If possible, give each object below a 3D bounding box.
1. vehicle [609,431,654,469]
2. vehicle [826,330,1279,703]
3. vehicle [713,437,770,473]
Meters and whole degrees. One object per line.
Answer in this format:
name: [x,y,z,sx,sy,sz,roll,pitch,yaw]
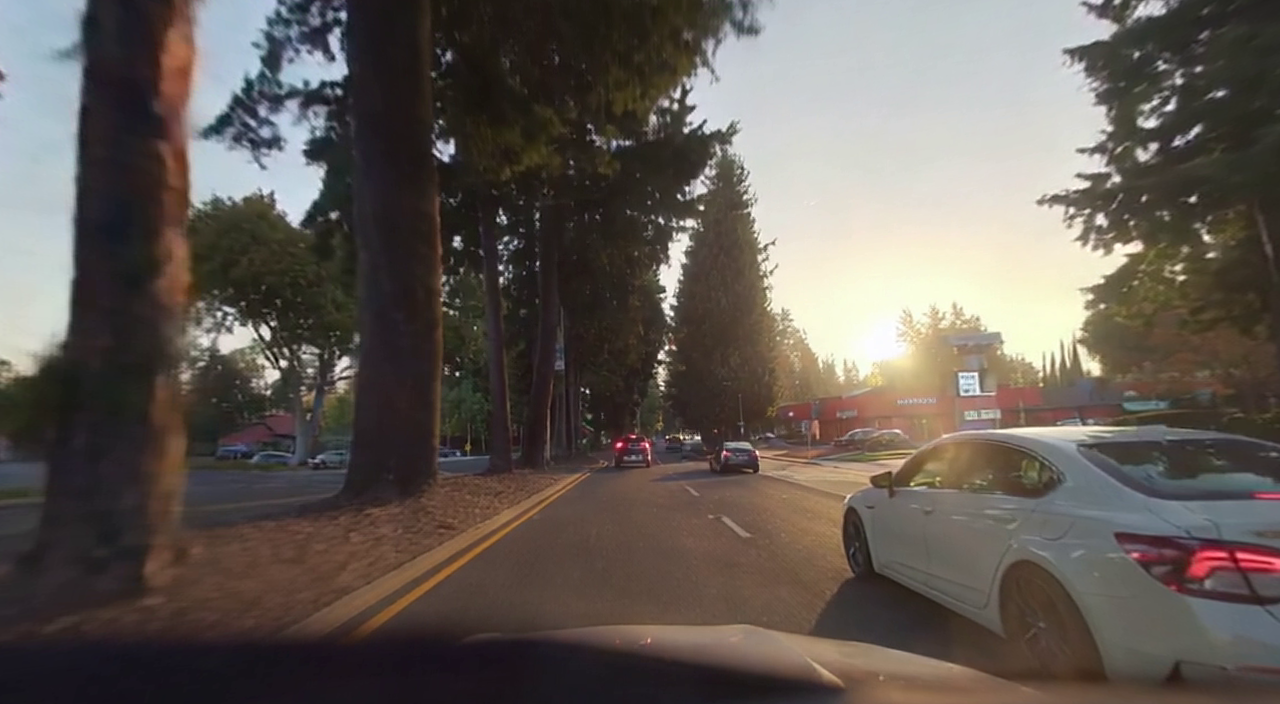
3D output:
vehicle: [-0.417,4.962,32.227,2.106,1.798,4.168,0,-8,0]
vehicle: [3.032,1.074,4.236,2.153,1.658,4.485,0,-8,-1]
vehicle: [4.425,4.566,28.138,1.883,1.452,4.258,0,-8,1]
